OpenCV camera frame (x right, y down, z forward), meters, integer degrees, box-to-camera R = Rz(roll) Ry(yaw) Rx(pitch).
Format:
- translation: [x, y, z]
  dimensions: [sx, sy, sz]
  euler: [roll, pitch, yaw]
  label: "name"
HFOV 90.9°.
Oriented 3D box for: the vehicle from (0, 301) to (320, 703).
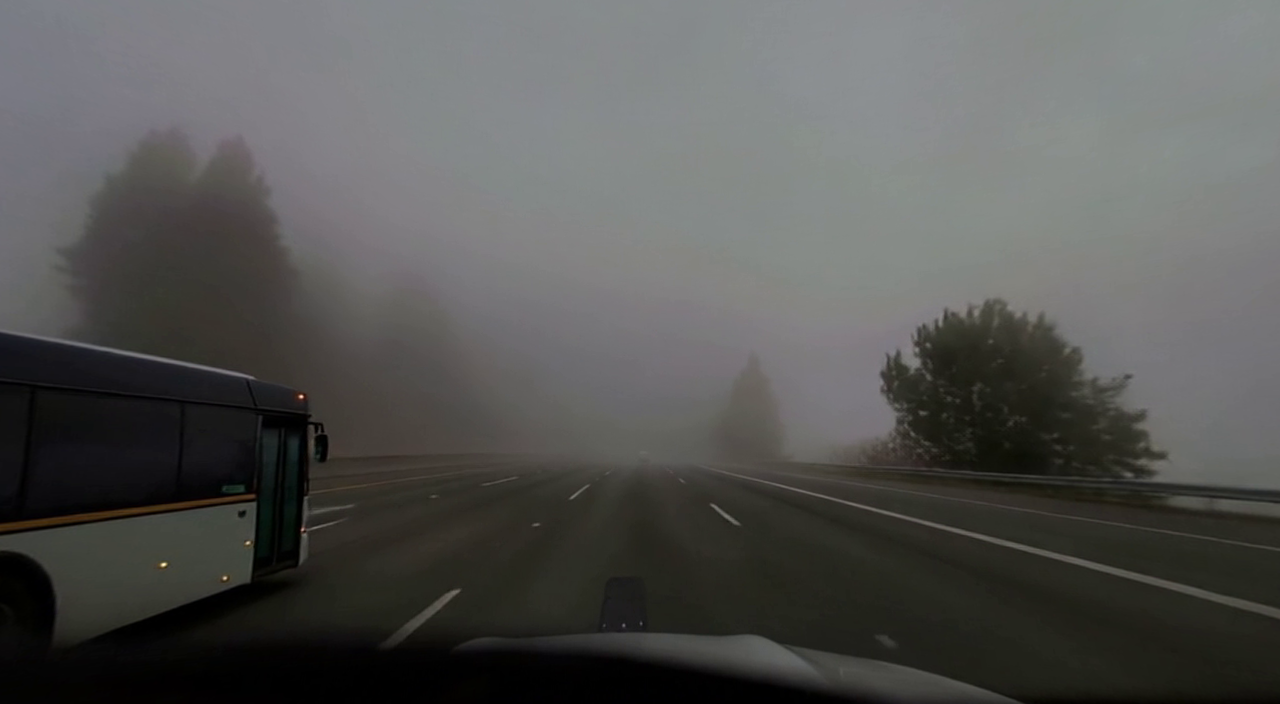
- translation: [-4.129, 0.800, 3.248]
  dimensions: [2.127, 1.985, 5.205]
  euler: [-1, -8, 1]
  label: "vehicle"
